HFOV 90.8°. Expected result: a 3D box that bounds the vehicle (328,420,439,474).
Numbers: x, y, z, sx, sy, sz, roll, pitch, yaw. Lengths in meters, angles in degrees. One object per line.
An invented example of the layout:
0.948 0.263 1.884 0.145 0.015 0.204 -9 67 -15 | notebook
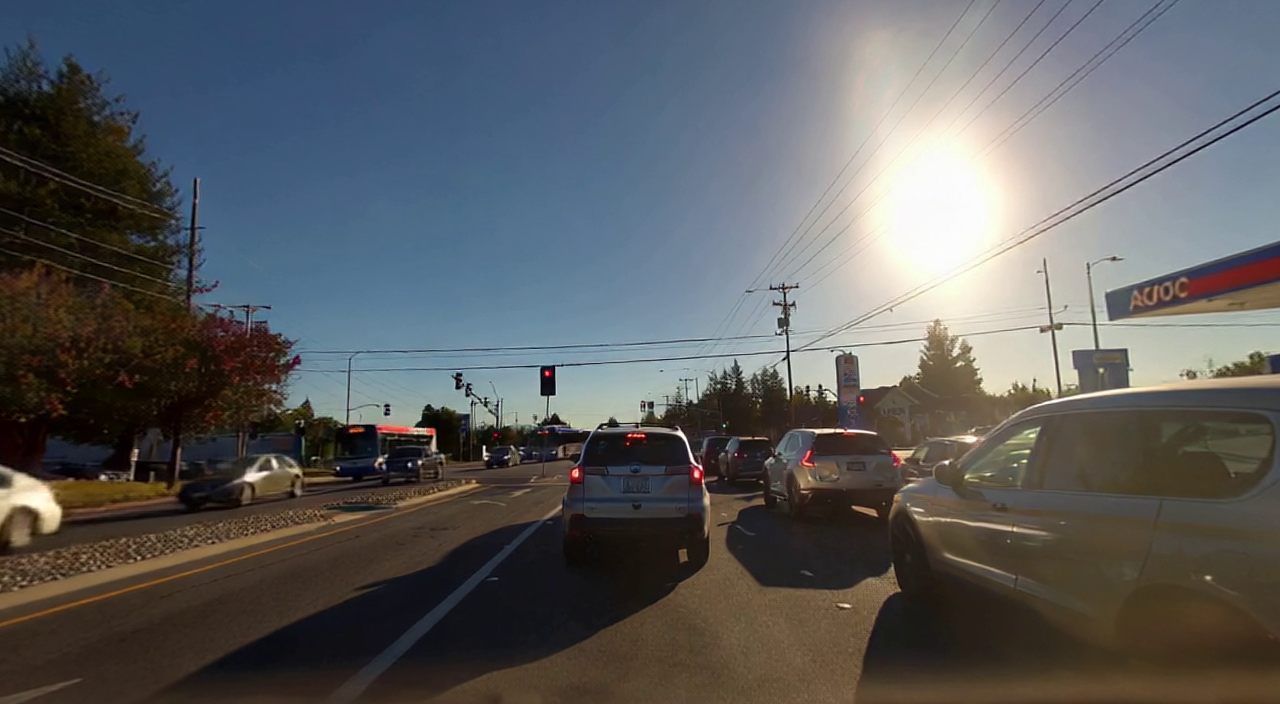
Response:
-18.573 7.087 47.129 3.010 3.475 12.655 0 -9 0 | vehicle

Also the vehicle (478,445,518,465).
-10.893 7.925 48.728 1.976 1.483 4.630 0 -9 0 | vehicle

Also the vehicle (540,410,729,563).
-0.113 1.799 9.113 2.087 1.677 4.053 0 -9 -1 | vehicle

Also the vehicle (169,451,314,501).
-13.503 4.195 21.821 1.967 1.486 4.701 0 -9 -1 | vehicle

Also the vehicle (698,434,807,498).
2.881 3.037 17.227 2.040 1.481 4.407 0 -9 -2 | vehicle

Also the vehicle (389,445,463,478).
-10.564 5.438 31.619 2.030 1.498 4.690 0 -9 0 | vehicle

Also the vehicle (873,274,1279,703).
3.082 0.843 3.266 2.049 1.813 4.245 0 -9 -1 | vehicle
